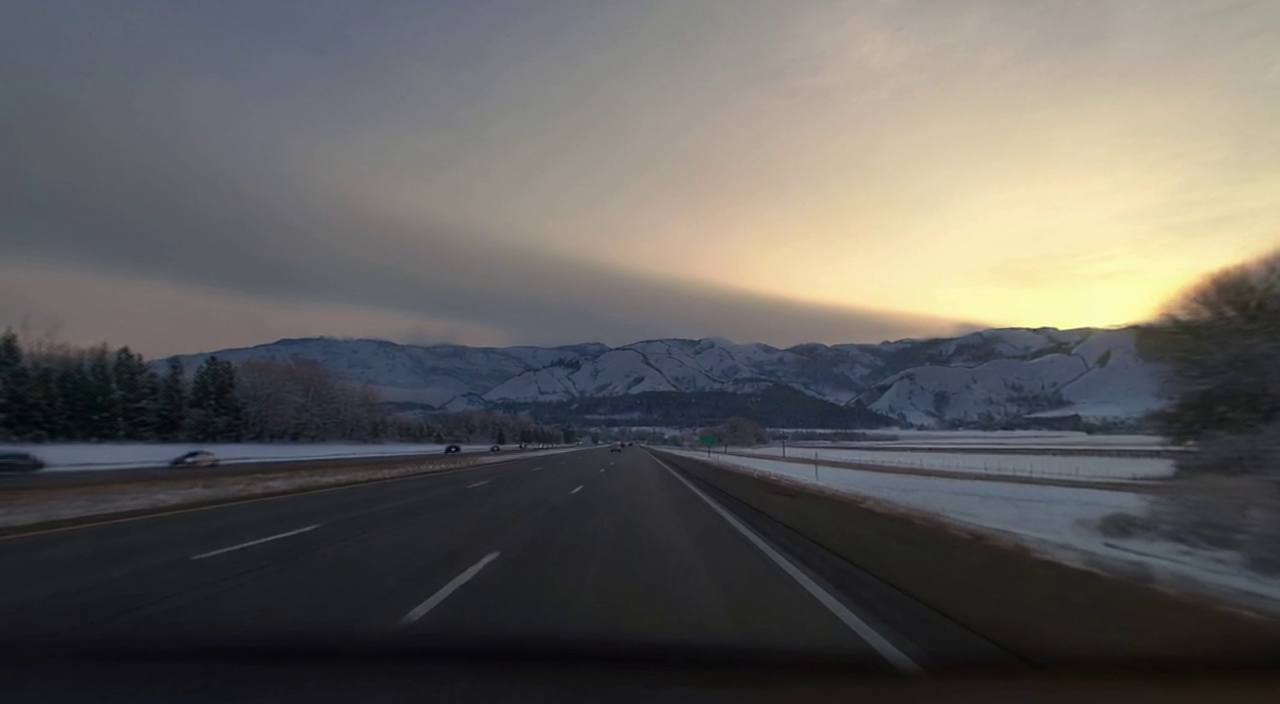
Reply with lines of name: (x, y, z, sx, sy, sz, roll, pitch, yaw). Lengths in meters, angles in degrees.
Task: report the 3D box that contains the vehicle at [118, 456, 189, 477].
vehicle: (-36.417, 8.571, 47.427, 1.875, 1.450, 4.303, 0, -8, -1)
